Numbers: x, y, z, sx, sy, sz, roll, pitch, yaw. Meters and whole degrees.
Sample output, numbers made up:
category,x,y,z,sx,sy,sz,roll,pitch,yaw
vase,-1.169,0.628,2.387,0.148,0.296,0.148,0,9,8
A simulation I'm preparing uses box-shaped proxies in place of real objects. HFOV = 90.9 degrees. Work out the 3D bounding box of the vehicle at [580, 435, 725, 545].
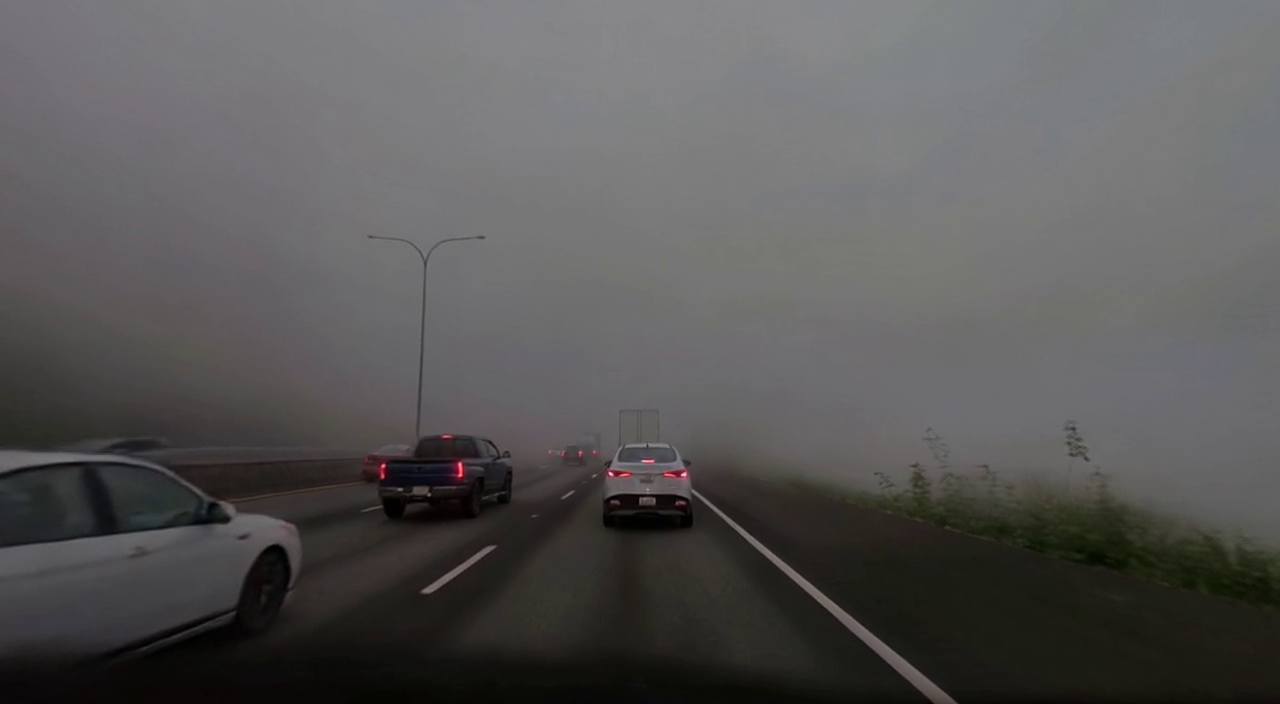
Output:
category,x,y,z,sx,sy,sz,roll,pitch,yaw
vehicle,0.164,2.174,10.471,1.995,1.495,3.380,0,-9,0

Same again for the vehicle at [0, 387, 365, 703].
category,x,y,z,sx,sy,sz,roll,pitch,yaw
vehicle,-3.373,1.011,3.149,1.980,1.491,4.340,0,-9,1

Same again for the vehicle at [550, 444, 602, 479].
category,x,y,z,sx,sy,sz,roll,pitch,yaw
vehicle,-2.875,5.008,28.971,1.998,1.466,3.684,0,-9,0

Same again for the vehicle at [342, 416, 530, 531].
category,x,y,z,sx,sy,sz,roll,pitch,yaw
vehicle,-3.684,2.312,12.502,2.051,1.829,4.736,0,-9,1
